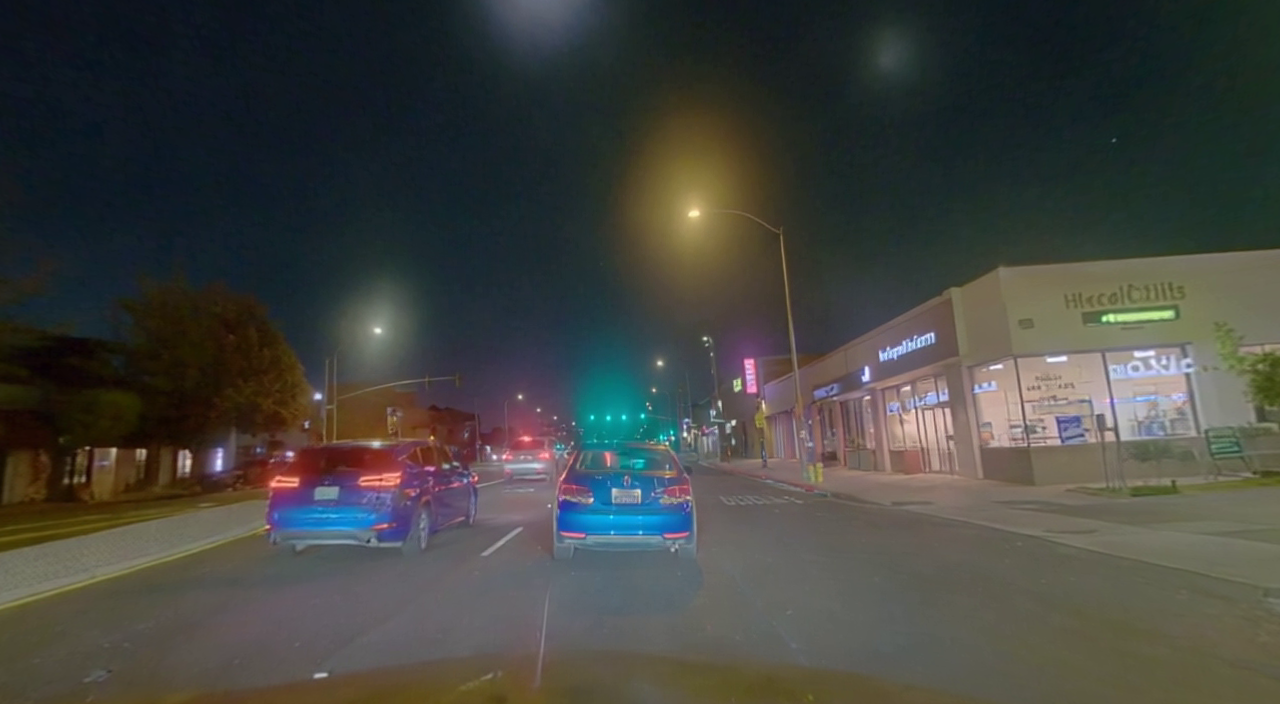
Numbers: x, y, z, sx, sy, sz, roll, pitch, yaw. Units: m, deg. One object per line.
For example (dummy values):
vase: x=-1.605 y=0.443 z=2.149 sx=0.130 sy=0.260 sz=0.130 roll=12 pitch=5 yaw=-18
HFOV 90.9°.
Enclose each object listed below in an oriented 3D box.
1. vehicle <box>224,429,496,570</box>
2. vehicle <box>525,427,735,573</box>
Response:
vehicle: x=-3.452 y=1.879 z=8.785 sx=1.905 sy=1.473 sz=4.016 roll=0 pitch=-9 yaw=0
vehicle: x=-0.105 y=1.837 z=8.585 sx=2.160 sy=1.482 sz=4.037 roll=0 pitch=-9 yaw=0
